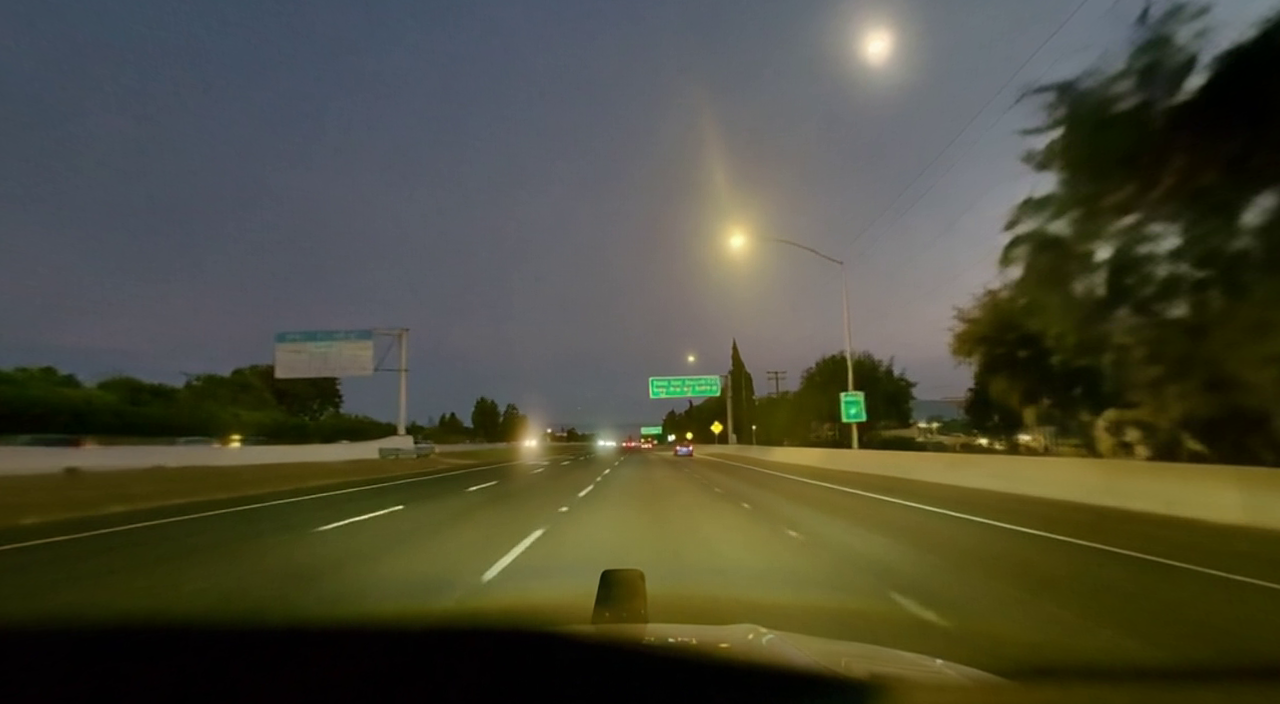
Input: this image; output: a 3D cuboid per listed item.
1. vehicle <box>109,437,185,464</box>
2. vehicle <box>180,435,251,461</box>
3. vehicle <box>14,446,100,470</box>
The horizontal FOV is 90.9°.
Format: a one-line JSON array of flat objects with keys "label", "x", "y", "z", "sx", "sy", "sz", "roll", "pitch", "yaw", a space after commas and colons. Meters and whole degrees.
[{"label": "vehicle", "x": -33.592, "y": 6.700, "z": 43.133, "sx": 1.825, "sy": 1.710, "sz": 4.206, "roll": 0, "pitch": -8, "yaw": -1}, {"label": "vehicle", "x": -30.146, "y": 6.819, "z": 44.964, "sx": 1.935, "sy": 1.719, "sz": 4.384, "roll": 0, "pitch": -8, "yaw": 0}, {"label": "vehicle", "x": -38.856, "y": 7.044, "z": 42.152, "sx": 1.727, "sy": 1.439, "sz": 4.131, "roll": 0, "pitch": -8, "yaw": 1}]
